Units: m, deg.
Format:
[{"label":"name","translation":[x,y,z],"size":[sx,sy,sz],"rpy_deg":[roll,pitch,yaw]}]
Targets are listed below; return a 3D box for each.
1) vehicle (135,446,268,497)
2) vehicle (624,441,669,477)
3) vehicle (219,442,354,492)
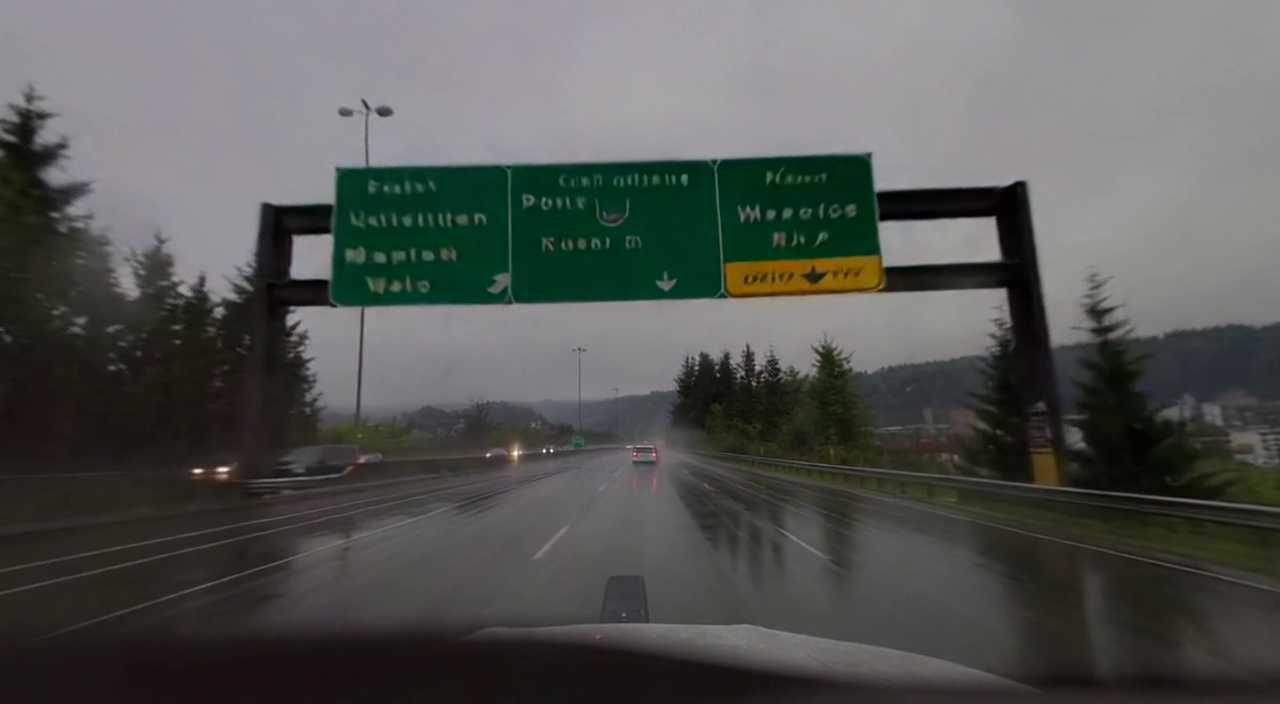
[{"label":"vehicle","translation":[-16.746,4.553,24.369],"size":[1.951,1.749,4.298],"rpy_deg":[0,-9,1]},{"label":"vehicle","translation":[0.370,5.000,29.658],"size":[1.936,1.545,4.116],"rpy_deg":[-1,-9,3]},{"label":"vehicle","translation":[-11.907,3.886,21.647],"size":[1.969,1.539,4.538],"rpy_deg":[0,-9,0]}]
